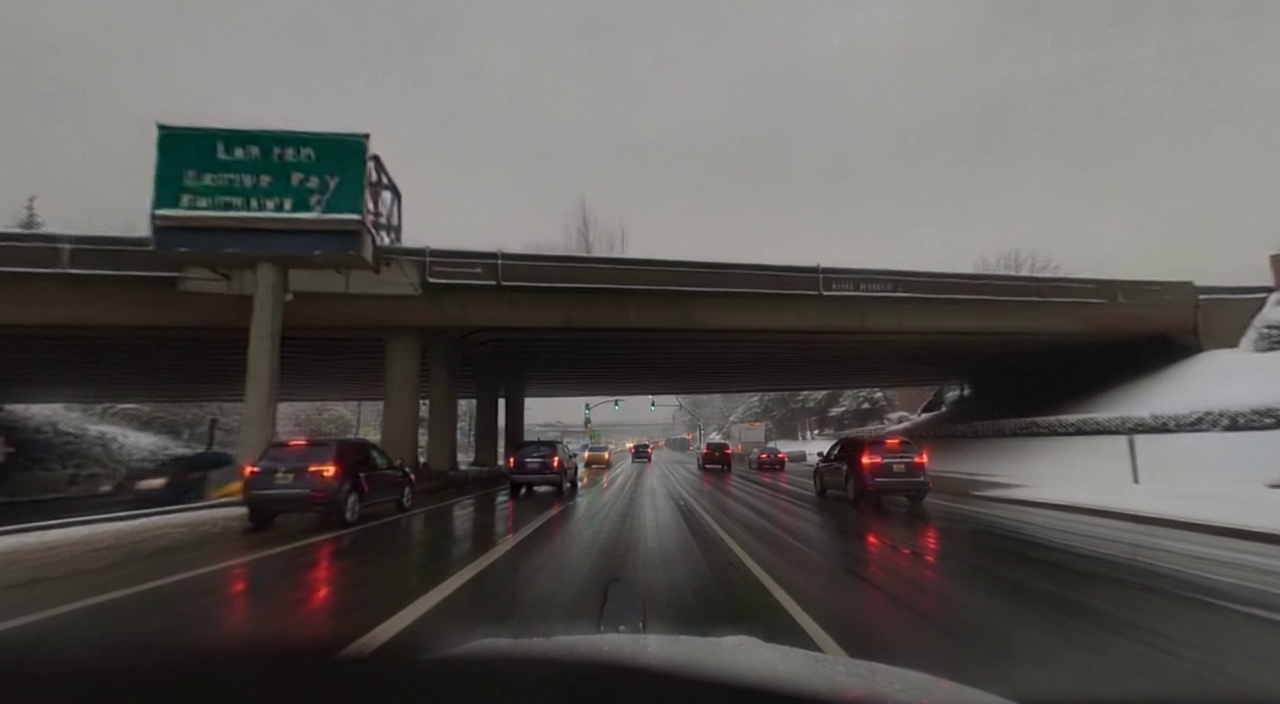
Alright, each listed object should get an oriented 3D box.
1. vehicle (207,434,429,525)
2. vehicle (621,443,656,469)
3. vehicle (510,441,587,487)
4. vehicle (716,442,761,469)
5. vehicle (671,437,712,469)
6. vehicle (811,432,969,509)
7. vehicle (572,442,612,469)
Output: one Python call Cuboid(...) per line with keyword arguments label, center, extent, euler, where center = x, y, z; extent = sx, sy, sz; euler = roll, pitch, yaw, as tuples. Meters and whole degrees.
Cuboid(label="vehicle", center=(-6.096, 2.444, 12.655), extent=(2.070, 1.488, 4.376), euler=(0, -8, 1))
Cuboid(label="vehicle", center=(-0.098, 6.325, 38.418), extent=(2.026, 1.453, 3.780), euler=(0, -8, 0))
Cuboid(label="vehicle", center=(-3.158, 3.974, 22.599), extent=(2.041, 1.466, 4.212), euler=(0, -8, 1))
Cuboid(label="vehicle", center=(6.002, 6.341, 38.609), extent=(1.924, 1.527, 4.268), euler=(0, -8, -2))
Cuboid(label="vehicle", center=(3.004, 6.018, 37.627), extent=(2.034, 1.762, 4.420), euler=(0, -8, -1))
Cuboid(label="vehicle", center=(5.984, 2.872, 15.729), extent=(2.056, 1.624, 4.498), euler=(0, -8, -1))
Cuboid(label="vehicle", center=(-2.808, 6.188, 37.632), extent=(1.980, 1.491, 4.351), euler=(0, -8, 0))
